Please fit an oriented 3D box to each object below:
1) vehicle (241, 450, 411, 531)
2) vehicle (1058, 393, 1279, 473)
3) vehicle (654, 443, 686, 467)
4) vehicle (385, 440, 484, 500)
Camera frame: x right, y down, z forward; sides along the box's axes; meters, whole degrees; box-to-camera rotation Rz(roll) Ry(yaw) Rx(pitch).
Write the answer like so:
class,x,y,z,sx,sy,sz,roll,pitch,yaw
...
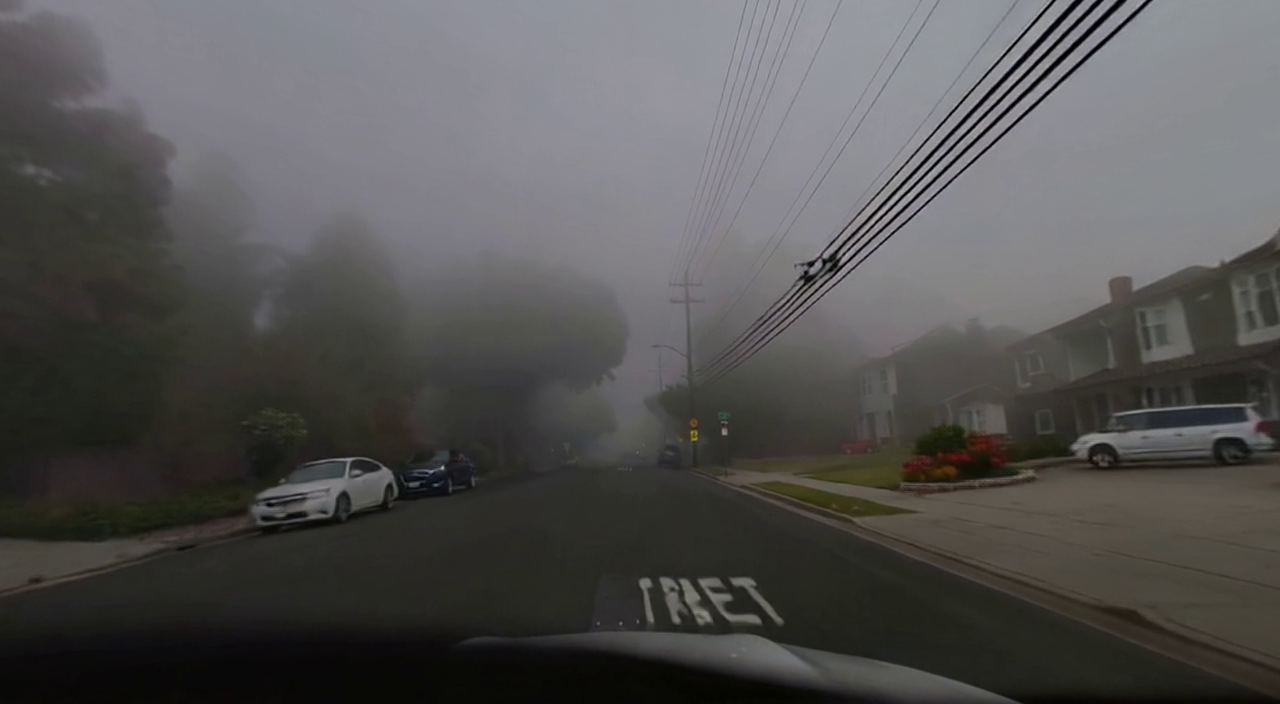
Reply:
class,x,y,z,sx,sy,sz,roll,pitch,yaw
vehicle,-7.135,3.145,14.917,2.041,1.587,3.920,-2,-9,-1
vehicle,13.524,2.035,15.872,4.836,1.789,2.229,-4,-9,31
vehicle,2.158,7.654,47.098,1.971,1.710,4.210,0,-9,-3
vehicle,-7.290,4.218,22.917,2.135,1.787,4.452,-4,-9,0
